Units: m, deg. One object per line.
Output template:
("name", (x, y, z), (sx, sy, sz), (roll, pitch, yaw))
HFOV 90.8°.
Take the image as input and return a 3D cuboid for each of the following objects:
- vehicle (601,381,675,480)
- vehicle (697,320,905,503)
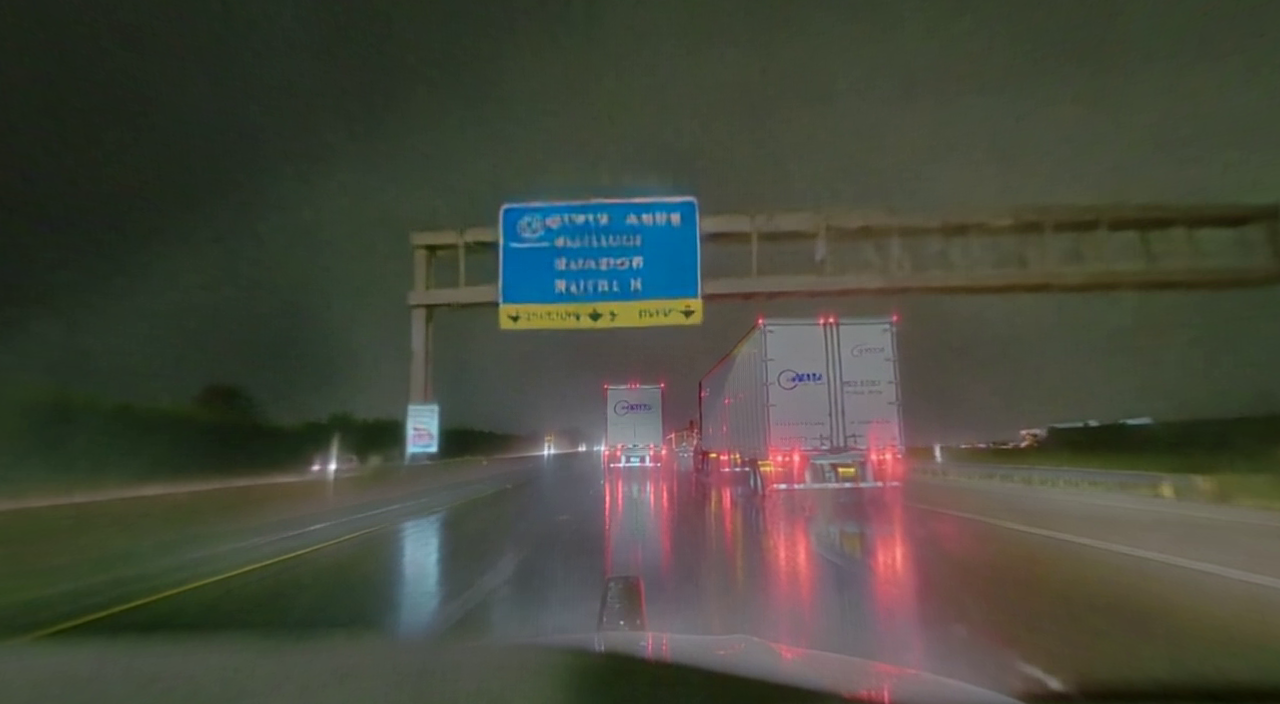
("vehicle", (-0.095, 3.782, 29.404), (2.864, 3.805, 9.709), (0, -9, 0))
("vehicle", (4.243, 2.383, 21.411), (3.044, 4.128, 14.482), (0, -9, -1))
